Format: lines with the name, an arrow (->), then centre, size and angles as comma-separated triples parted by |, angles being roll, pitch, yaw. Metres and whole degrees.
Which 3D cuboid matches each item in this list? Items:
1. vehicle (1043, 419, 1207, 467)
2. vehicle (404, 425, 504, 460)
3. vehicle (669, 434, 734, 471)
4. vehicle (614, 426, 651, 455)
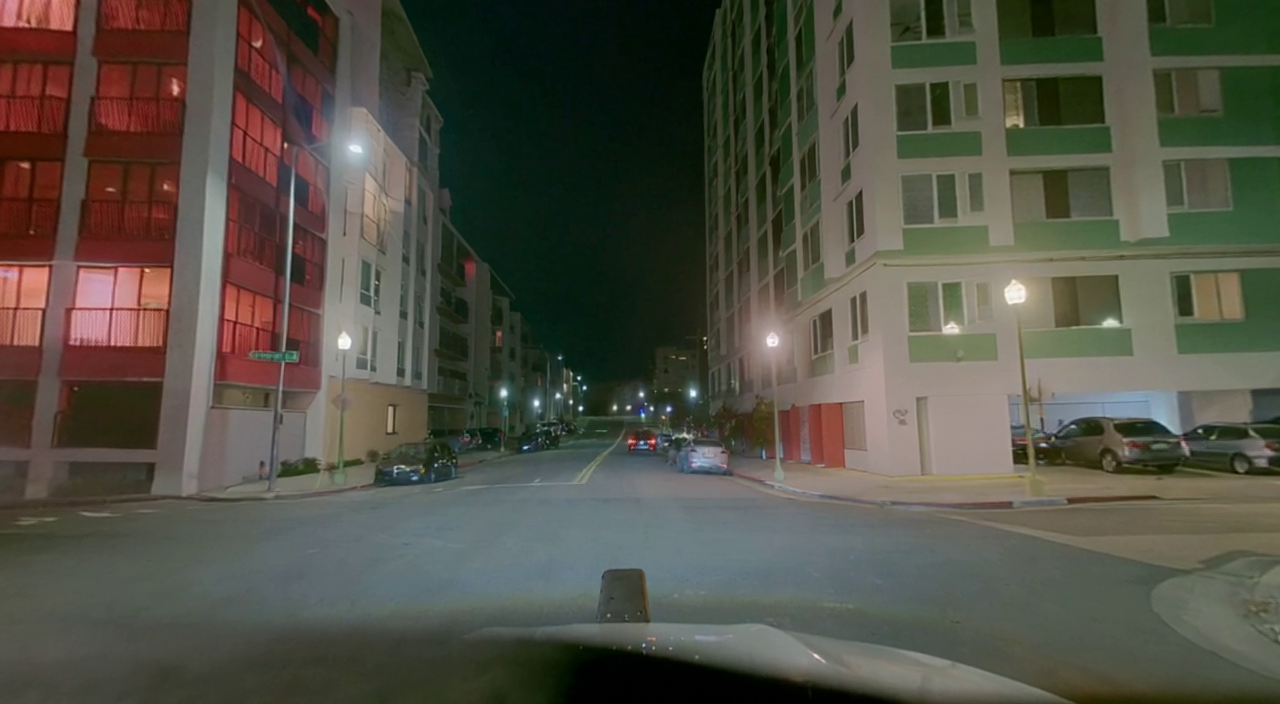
vehicle -> 15.370, 2.915, 20.144 | 3.752, 1.453, 1.709 | 0, -9, 2
vehicle -> -11.443, 5.589, 38.872 | 5.540, 1.950, 2.113 | 4, -12, -28
vehicle -> 2.507, 4.297, 27.051 | 2.290, 1.456, 4.503 | 0, -8, -1
vehicle -> -0.476, 6.110, 43.286 | 2.412, 1.834, 4.636 | 0, -8, 0
